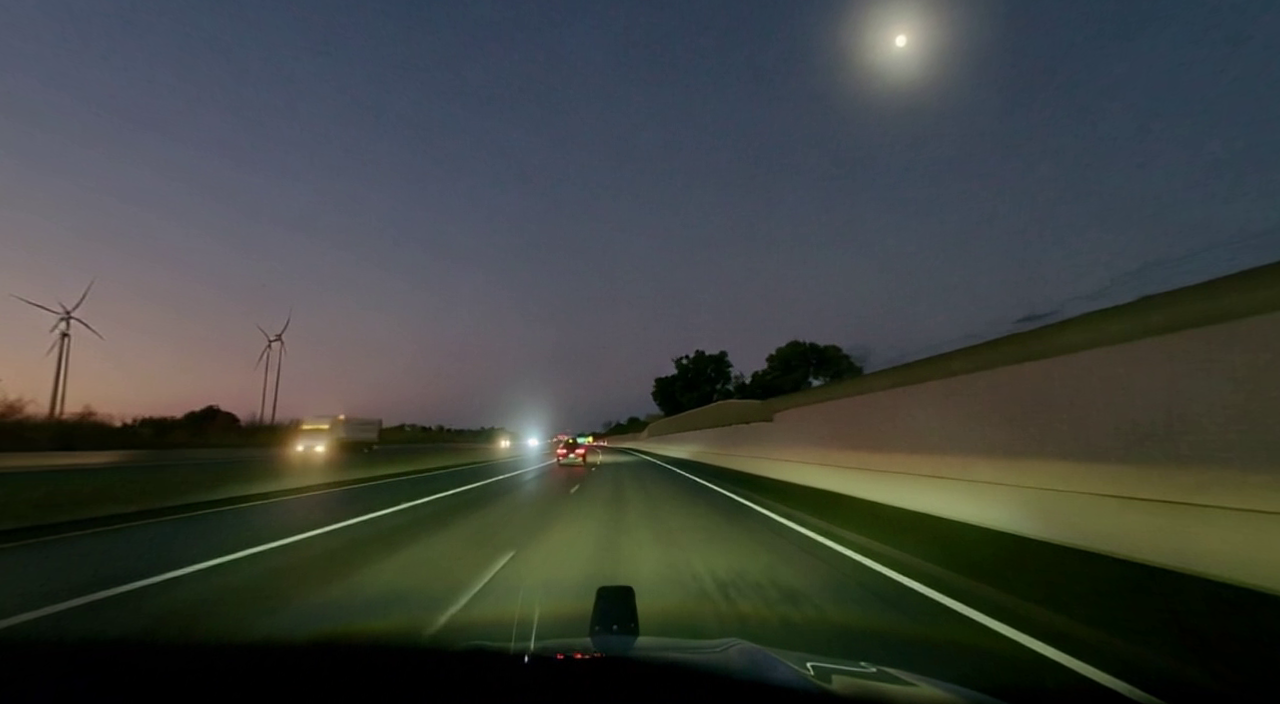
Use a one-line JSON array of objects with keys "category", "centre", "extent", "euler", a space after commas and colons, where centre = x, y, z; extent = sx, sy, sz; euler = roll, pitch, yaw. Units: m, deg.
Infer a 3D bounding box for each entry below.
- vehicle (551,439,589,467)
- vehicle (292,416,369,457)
[{"category": "vehicle", "centre": [-4.133, 6.007, 37.643], "extent": [2.053, 1.549, 4.097], "euler": [0, -8, -4]}, {"category": "vehicle", "centre": [-24.241, 6.697, 49.706], "extent": [2.640, 3.014, 7.308], "euler": [0, -8, -3]}]
